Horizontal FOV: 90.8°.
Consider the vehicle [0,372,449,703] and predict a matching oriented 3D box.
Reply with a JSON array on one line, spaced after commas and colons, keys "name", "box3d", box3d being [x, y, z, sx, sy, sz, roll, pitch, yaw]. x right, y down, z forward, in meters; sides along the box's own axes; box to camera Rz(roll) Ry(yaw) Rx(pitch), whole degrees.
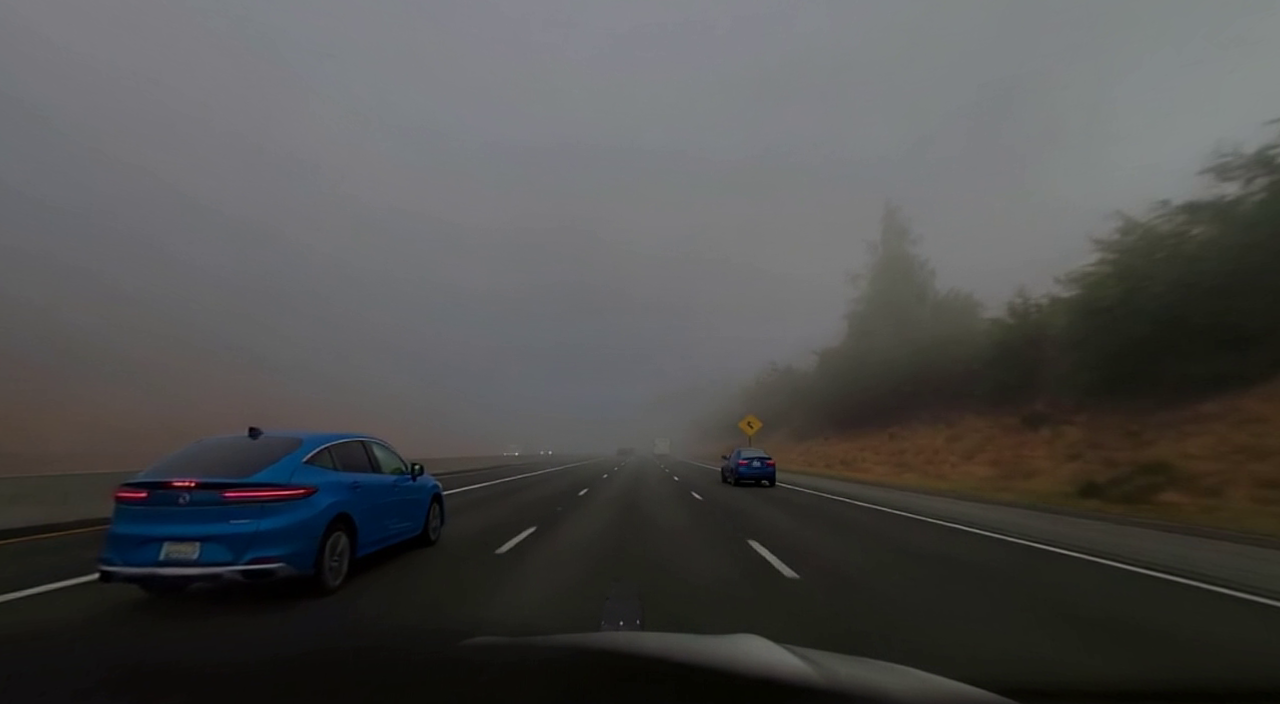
[{"name": "vehicle", "box3d": [-3.335, 1.278, 4.956, 2.277, 1.695, 4.475, 0, -9, 0]}]

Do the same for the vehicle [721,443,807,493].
[{"name": "vehicle", "box3d": [3.951, 3.752, 20.757, 1.967, 1.472, 3.751, 0, -9, -1]}]
